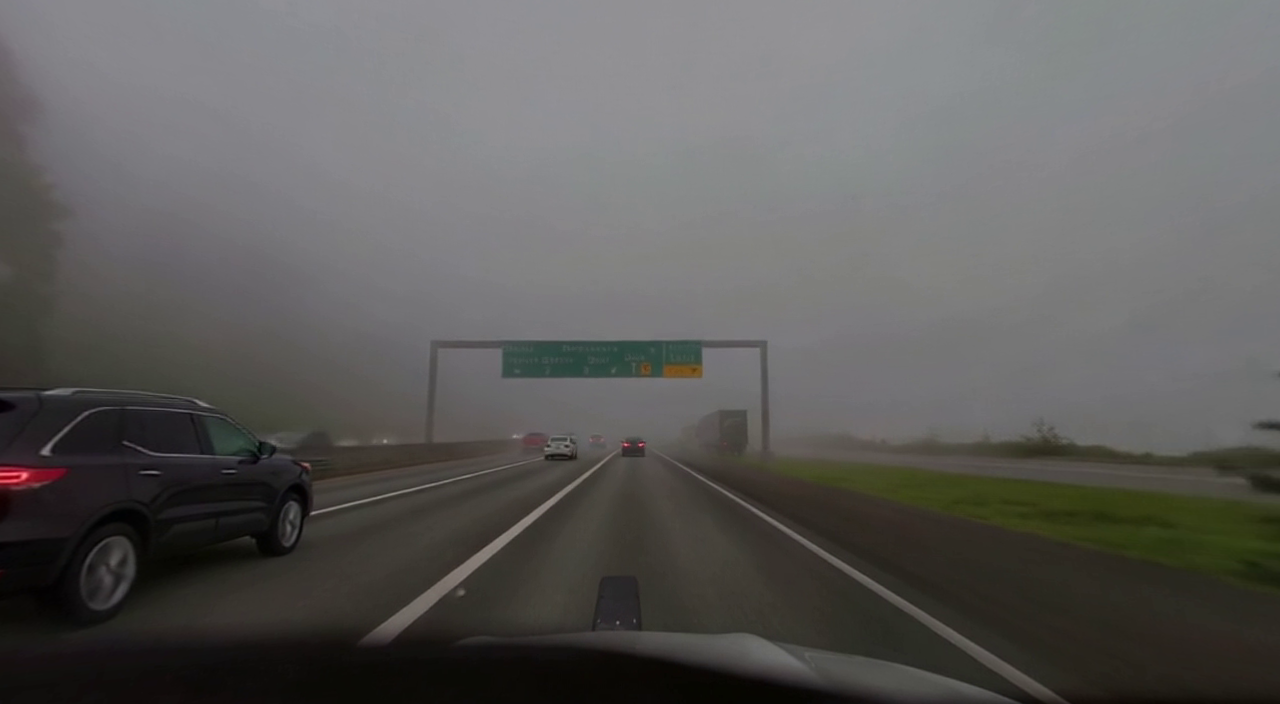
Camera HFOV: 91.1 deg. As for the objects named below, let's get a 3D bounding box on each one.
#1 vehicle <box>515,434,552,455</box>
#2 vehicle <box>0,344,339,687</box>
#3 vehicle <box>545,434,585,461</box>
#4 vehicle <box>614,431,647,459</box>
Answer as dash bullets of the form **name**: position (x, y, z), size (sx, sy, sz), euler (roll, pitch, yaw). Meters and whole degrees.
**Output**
- **vehicle**: position (-8.179, 7.107, 48.629), size (1.953, 1.524, 4.863), euler (0, -8, 0)
- **vehicle**: position (-4.449, 1.099, 5.001), size (1.971, 1.822, 4.366), euler (0, -8, -1)
- **vehicle**: position (-4.335, 5.576, 36.944), size (1.909, 1.445, 4.087), euler (0, -8, 0)
- **vehicle**: position (-0.566, 5.815, 39.491), size (2.002, 1.611, 3.778), euler (0, -8, 0)
